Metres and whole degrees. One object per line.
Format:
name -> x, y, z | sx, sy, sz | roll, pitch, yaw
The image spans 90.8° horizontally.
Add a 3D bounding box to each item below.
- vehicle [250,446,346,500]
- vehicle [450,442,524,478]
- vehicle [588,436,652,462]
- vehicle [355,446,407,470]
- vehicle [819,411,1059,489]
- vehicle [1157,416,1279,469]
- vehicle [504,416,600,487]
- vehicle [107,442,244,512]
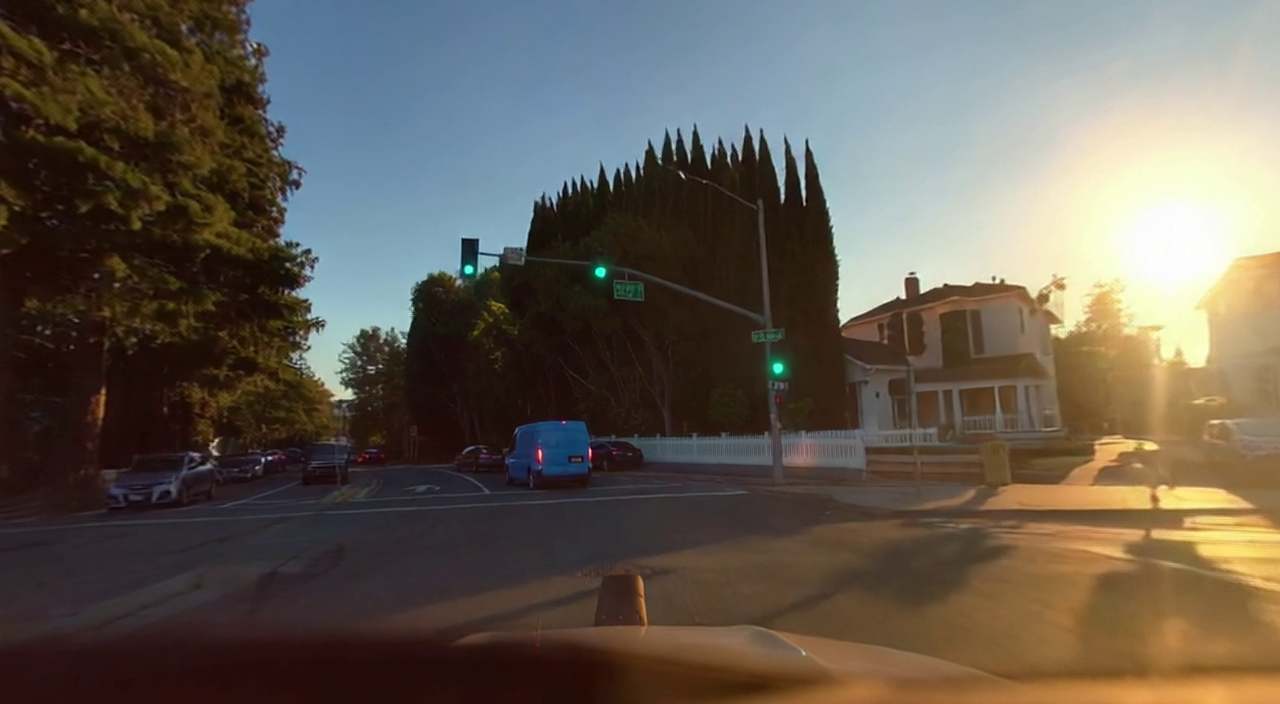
vehicle -> -10.475, 3.659, 19.701 | 1.952, 1.461, 4.377 | 3, -9, -20
vehicle -> -7.028, 4.847, 28.662 | 2.008, 1.445, 4.386 | 5, -10, -31
vehicle -> -1.423, 7.135, 46.589 | 4.559, 1.754, 1.985 | 8, -12, -44
vehicle -> -17.518, 7.114, 42.640 | 1.911, 1.493, 4.291 | 7, -11, -40
vehicle -> 8.953, 2.994, 19.487 | 2.514, 2.026, 6.104 | 8, -12, -44
vehicle -> 22.051, 3.316, 23.360 | 4.268, 1.765, 1.989 | -7, -7, 42
vehicle -> -3.167, 3.402, 21.848 | 2.213, 2.124, 4.809 | 3, -9, -21
vehicle -> -13.782, 3.653, 19.119 | 2.078, 1.783, 4.670 | 3, -9, -21
